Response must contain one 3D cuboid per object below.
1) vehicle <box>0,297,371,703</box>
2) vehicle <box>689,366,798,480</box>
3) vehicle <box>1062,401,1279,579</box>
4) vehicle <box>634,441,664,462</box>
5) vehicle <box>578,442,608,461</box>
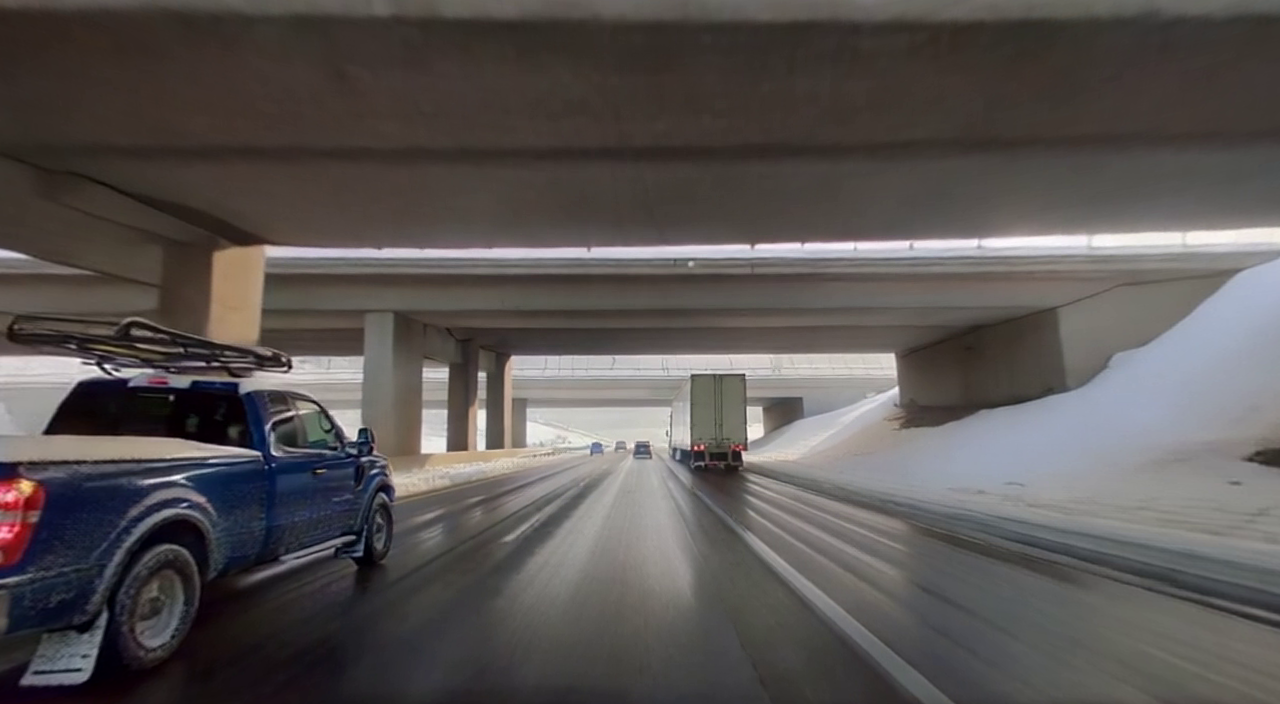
[{"bbox_3d":[-4.438,0.911,4.061,2.599,2.054,6.288,0,-8,0],"label":"vehicle"},{"bbox_3d":[4.129,3.427,28.696,2.885,4.036,12.891,0,-8,1],"label":"vehicle"},{"bbox_3d":[7.198,1.446,6.859,1.999,1.700,4.640,0,-8,0],"label":"vehicle"},{"bbox_3d":[0.627,7.198,45.590,2.092,1.446,4.092,0,-8,1],"label":"vehicle"},{"bbox_3d":[-3.654,7.790,49.470,2.077,1.446,4.106,0,-8,0],"label":"vehicle"}]
